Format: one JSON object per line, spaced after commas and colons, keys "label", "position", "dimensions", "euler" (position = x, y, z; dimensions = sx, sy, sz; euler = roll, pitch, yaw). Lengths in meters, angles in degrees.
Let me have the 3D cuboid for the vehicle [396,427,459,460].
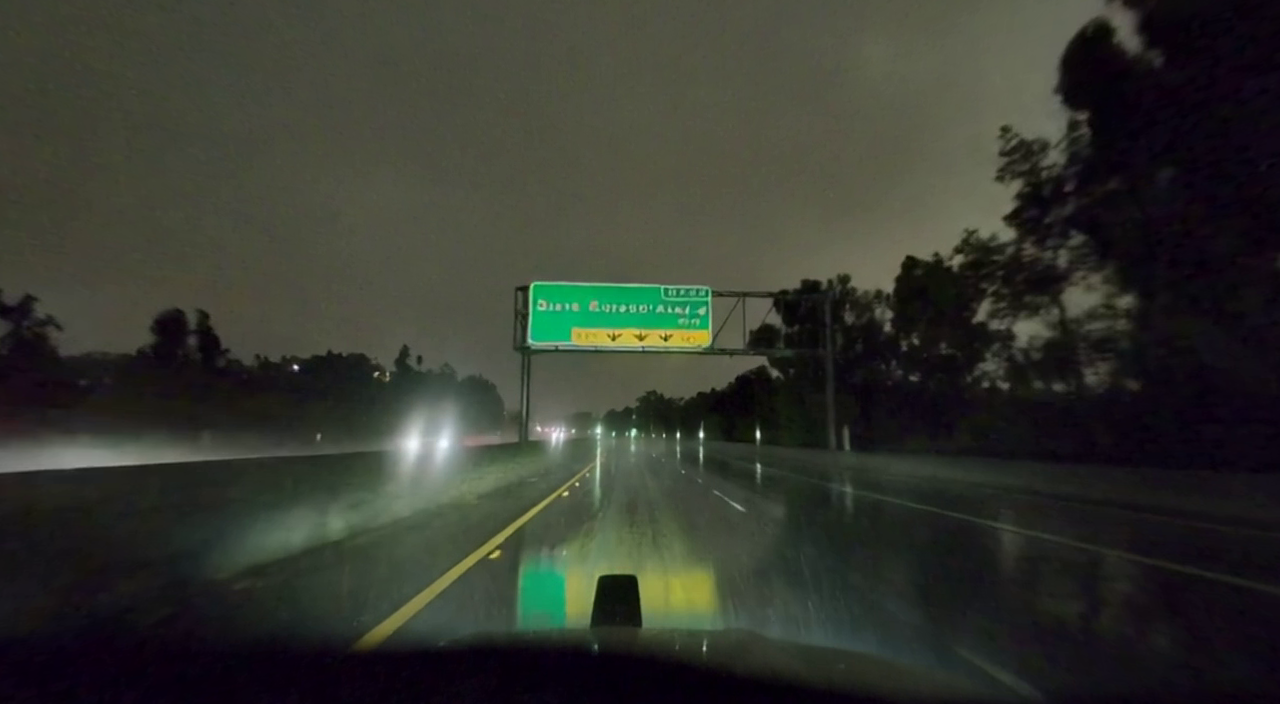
{"label": "vehicle", "position": [-9.965, 4.323, 29.835], "dimensions": [1.771, 1.461, 3.643], "euler": [0, -8, -1]}
